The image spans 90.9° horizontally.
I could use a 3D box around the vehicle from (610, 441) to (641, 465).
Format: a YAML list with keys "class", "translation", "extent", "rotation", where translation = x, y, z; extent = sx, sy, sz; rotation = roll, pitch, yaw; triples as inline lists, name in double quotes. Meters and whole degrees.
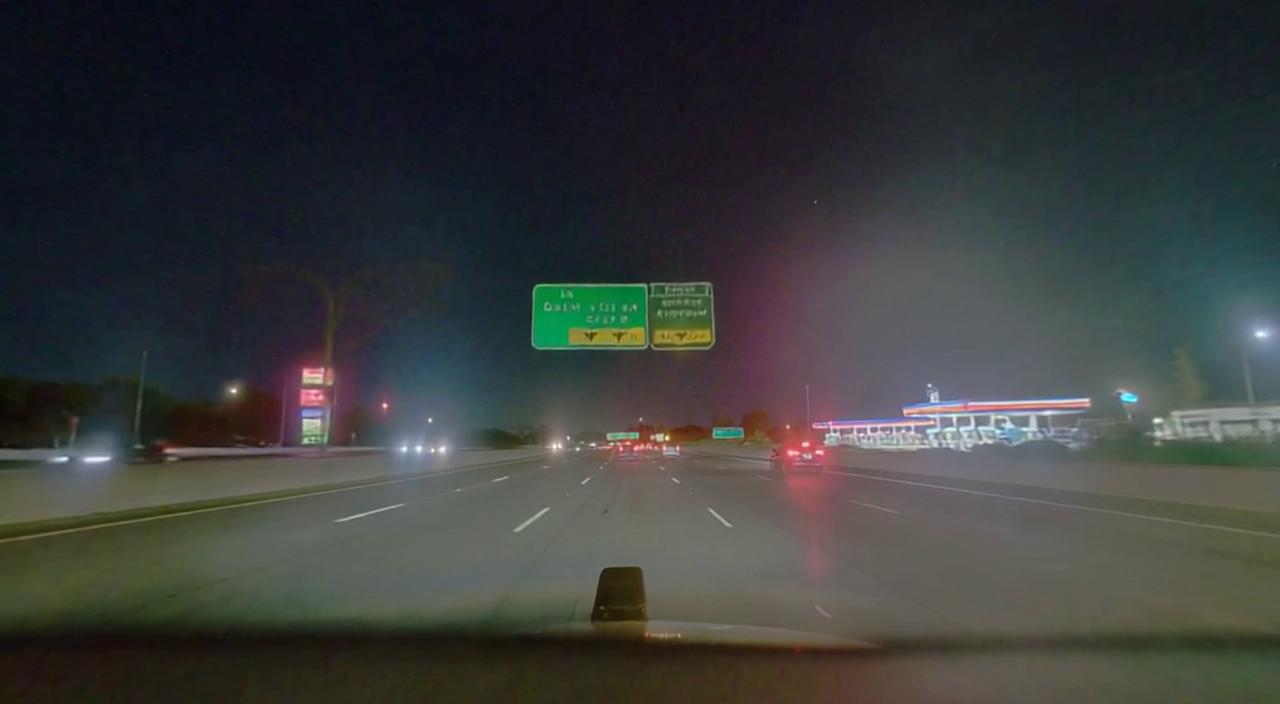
- class: "vehicle"
  translation: [-1.014, 6.794, 42.593]
  extent: [1.999, 1.473, 4.351]
  rotation: [0, -8, -2]

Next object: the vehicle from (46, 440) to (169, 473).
- class: "vehicle"
  translation: [-26.317, 5.155, 31.445]
  extent: [1.913, 1.521, 4.912]
  rotation: [0, -8, -1]

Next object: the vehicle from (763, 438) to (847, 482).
- class: "vehicle"
  translation: [5.886, 3.888, 23.041]
  extent: [1.867, 1.463, 4.295]
  rotation: [0, -8, -1]
